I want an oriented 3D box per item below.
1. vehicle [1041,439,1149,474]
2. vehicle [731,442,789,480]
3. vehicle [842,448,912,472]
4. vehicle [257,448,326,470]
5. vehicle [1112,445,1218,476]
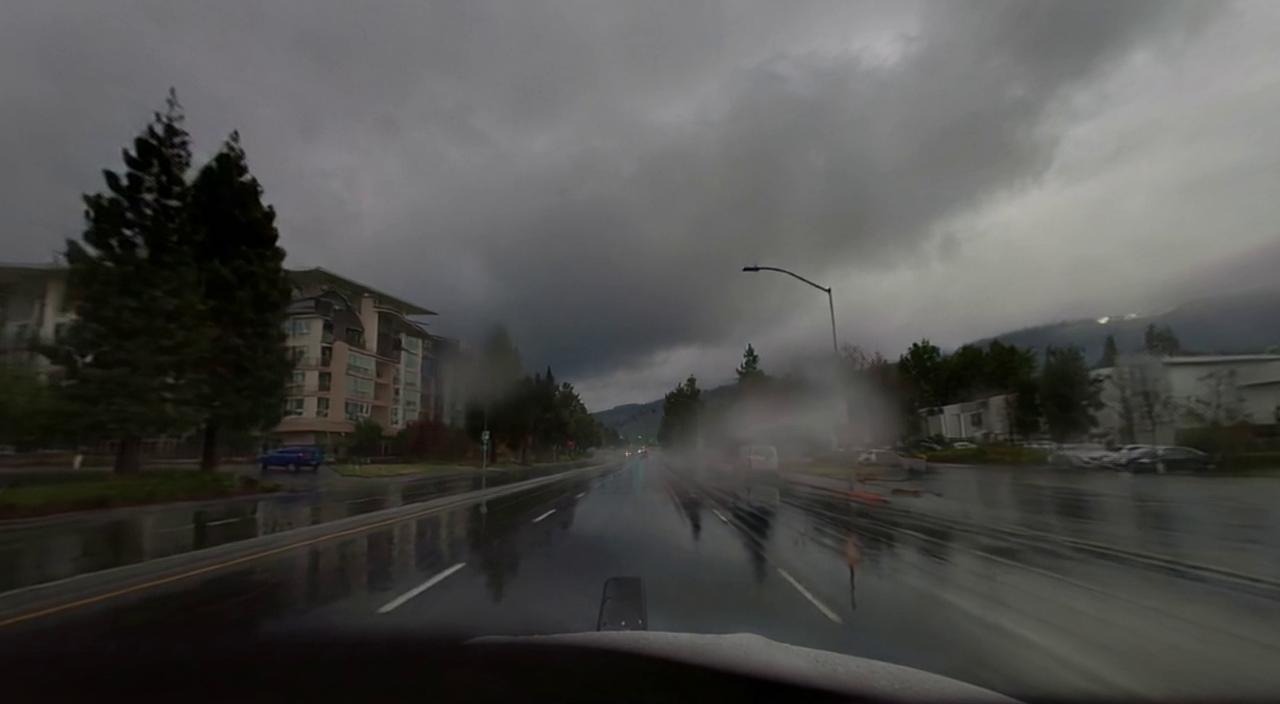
[{"bbox_3d":[32.181,7.388,44.538,5.753,2.022,2.104,-3,-8,3],"label":"vehicle"},{"bbox_3d":[7.145,6.559,38.108,2.365,2.138,5.499,0,-8,-1],"label":"vehicle"},{"bbox_3d":[17.488,7.986,46.456,4.421,1.535,1.869,-2,-7,1],"label":"vehicle"},{"bbox_3d":[-26.271,8.051,47.391,4.048,1.601,1.845,0,-9,-2],"label":"vehicle"},{"bbox_3d":[32.308,6.689,38.748,4.608,1.638,2.017,-3,-10,0],"label":"vehicle"}]
